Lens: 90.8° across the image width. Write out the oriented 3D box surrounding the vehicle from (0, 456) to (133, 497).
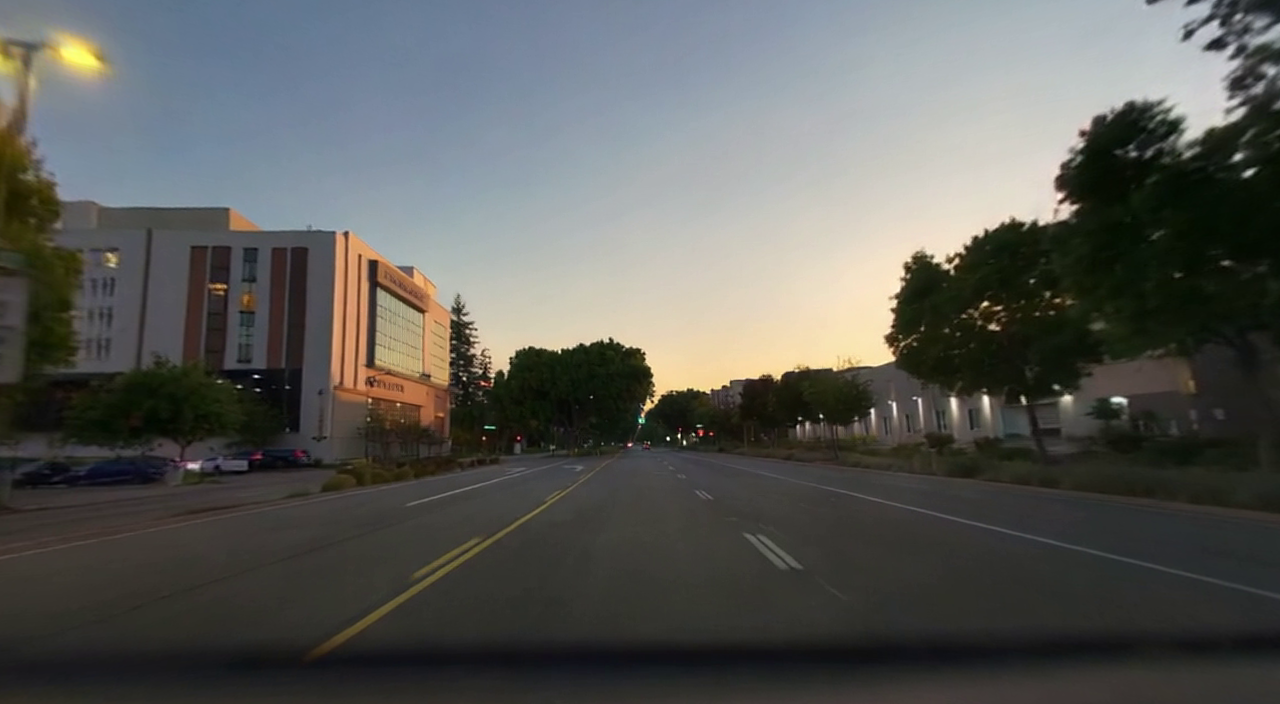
[{"bbox_3d":[-26.556,5.711,29.040,4.673,1.717,2.044,-1,-9,1],"label":"vehicle"}]
